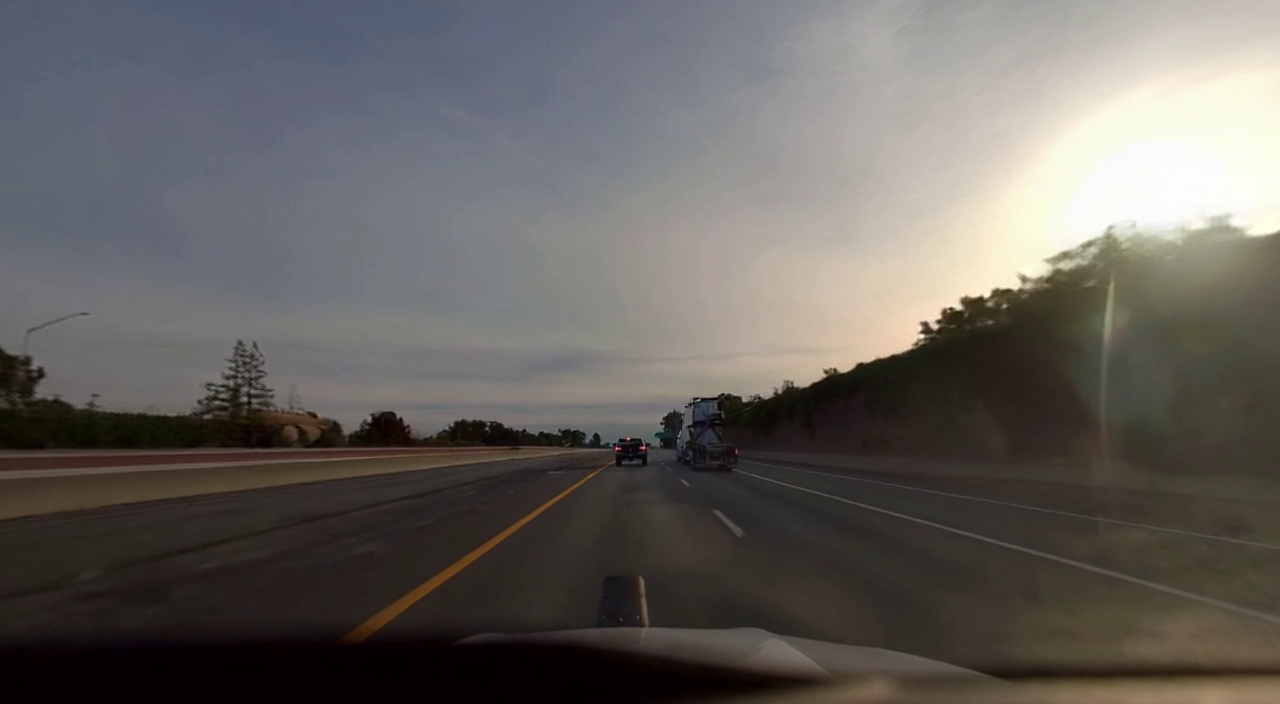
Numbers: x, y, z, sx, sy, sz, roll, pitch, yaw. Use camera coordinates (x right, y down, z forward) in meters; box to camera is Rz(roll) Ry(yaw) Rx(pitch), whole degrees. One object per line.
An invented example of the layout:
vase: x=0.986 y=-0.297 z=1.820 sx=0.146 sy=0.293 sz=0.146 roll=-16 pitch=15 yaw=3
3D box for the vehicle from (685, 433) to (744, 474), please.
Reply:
vehicle: x=3.567 y=4.993 z=31.108 sx=2.269 sy=1.839 sz=4.554 roll=0 pitch=-9 yaw=-1

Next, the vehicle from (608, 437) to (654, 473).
vehicle: x=-0.375 y=5.108 z=31.421 sx=2.142 sy=1.664 sz=4.076 roll=0 pitch=-9 yaw=1
